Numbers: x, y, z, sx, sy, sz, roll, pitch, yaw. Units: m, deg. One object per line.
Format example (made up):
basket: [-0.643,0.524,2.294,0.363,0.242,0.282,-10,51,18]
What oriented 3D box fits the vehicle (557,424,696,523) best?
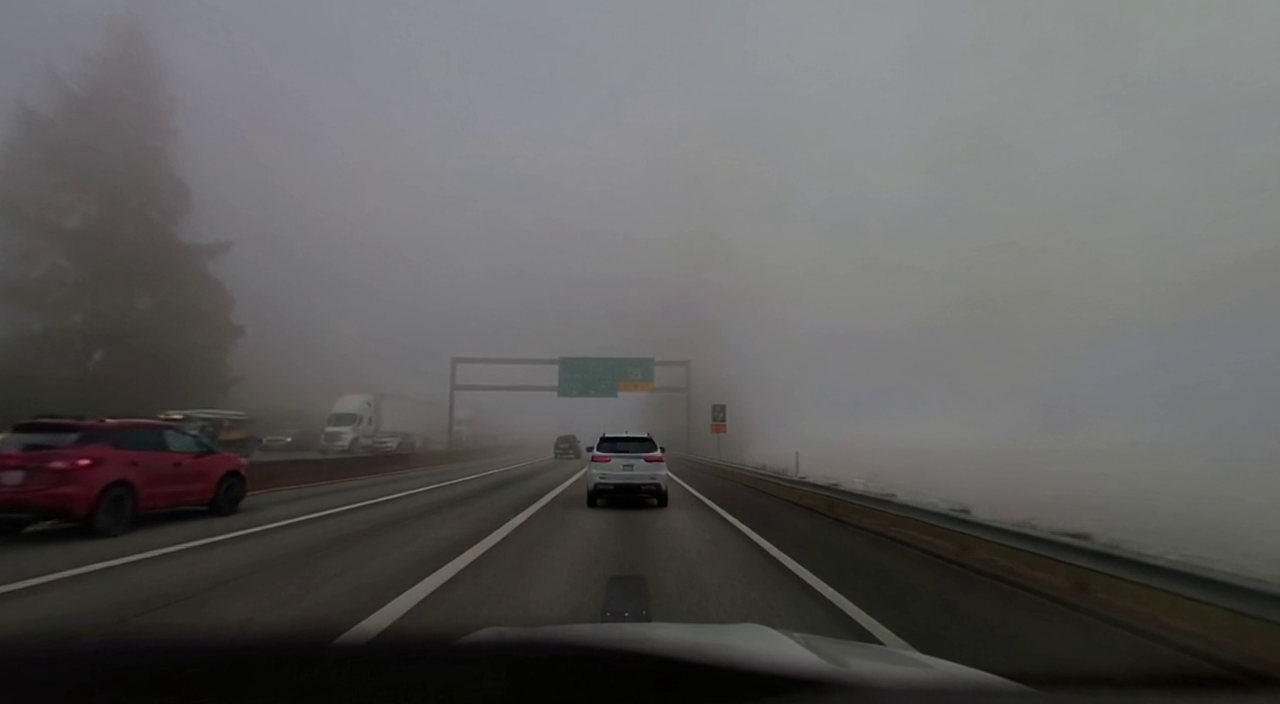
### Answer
vehicle: [-0.229,2.181,11.929,2.127,1.497,4.445,0,-8,0]

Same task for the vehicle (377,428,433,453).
vehicle: [-15.346,5.833,41.305,2.004,1.551,4.231,0,-8,-1]

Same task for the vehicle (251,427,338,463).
vehicle: [-15.155,4.090,27.804,1.773,1.481,3.722,0,-8,-1]

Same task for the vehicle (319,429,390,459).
vehicle: [-15.261,4.939,33.893,1.865,1.476,4.348,0,-8,-1]

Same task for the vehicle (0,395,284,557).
vehicle: [-7.400,1.588,8.738,2.325,1.663,4.426,0,-8,-1]
